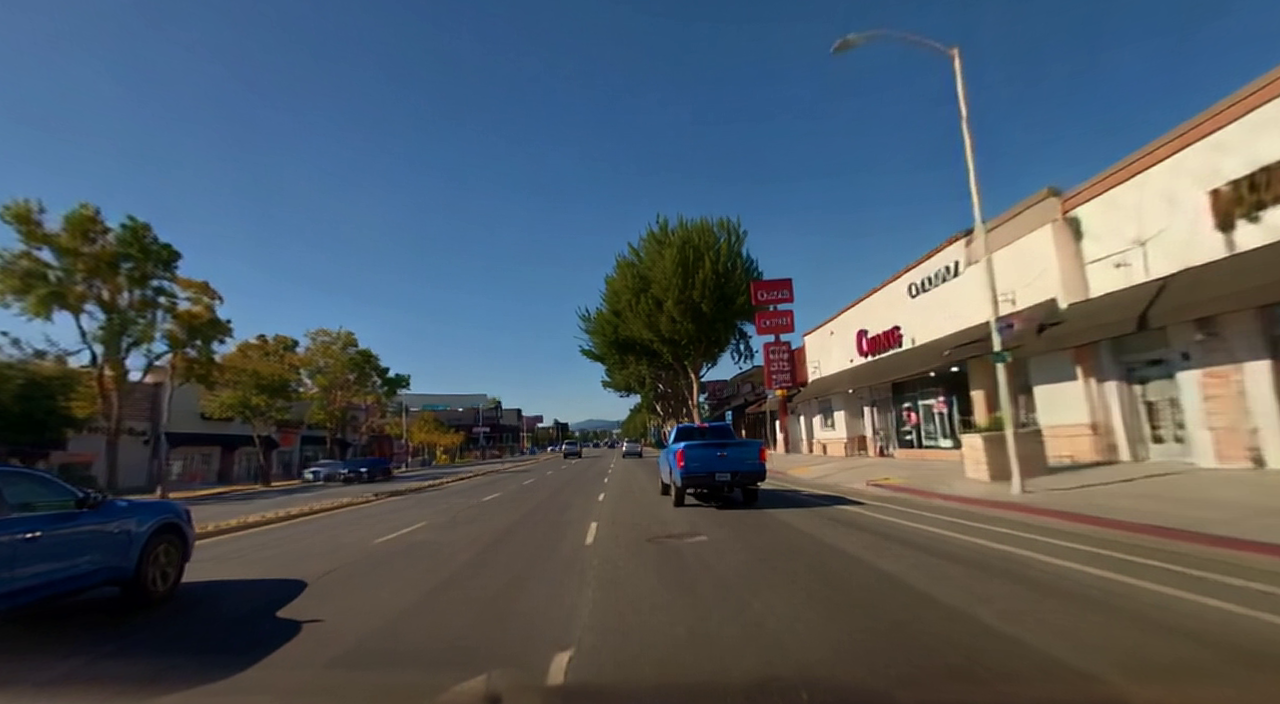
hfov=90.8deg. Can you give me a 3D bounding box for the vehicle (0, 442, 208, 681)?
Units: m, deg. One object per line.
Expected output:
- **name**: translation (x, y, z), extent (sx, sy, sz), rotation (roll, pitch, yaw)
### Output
- **vehicle**: translation (-4.778, 1.202, 3.362), extent (1.888, 1.424, 4.553), rotation (0, -8, -2)

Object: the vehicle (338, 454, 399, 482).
- **vehicle**: translation (-16.707, 7.118, 39.121), extent (1.955, 1.562, 4.340), rotation (0, -8, -1)

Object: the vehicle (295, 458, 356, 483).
- **vehicle**: translation (-21.269, 8.022, 42.935), extent (2.003, 1.498, 4.440), rotation (0, -8, -2)

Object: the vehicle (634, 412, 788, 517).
- **vehicle**: translation (1.306, 2.519, 14.775), extent (2.590, 1.932, 5.776), rotation (0, -8, -3)
